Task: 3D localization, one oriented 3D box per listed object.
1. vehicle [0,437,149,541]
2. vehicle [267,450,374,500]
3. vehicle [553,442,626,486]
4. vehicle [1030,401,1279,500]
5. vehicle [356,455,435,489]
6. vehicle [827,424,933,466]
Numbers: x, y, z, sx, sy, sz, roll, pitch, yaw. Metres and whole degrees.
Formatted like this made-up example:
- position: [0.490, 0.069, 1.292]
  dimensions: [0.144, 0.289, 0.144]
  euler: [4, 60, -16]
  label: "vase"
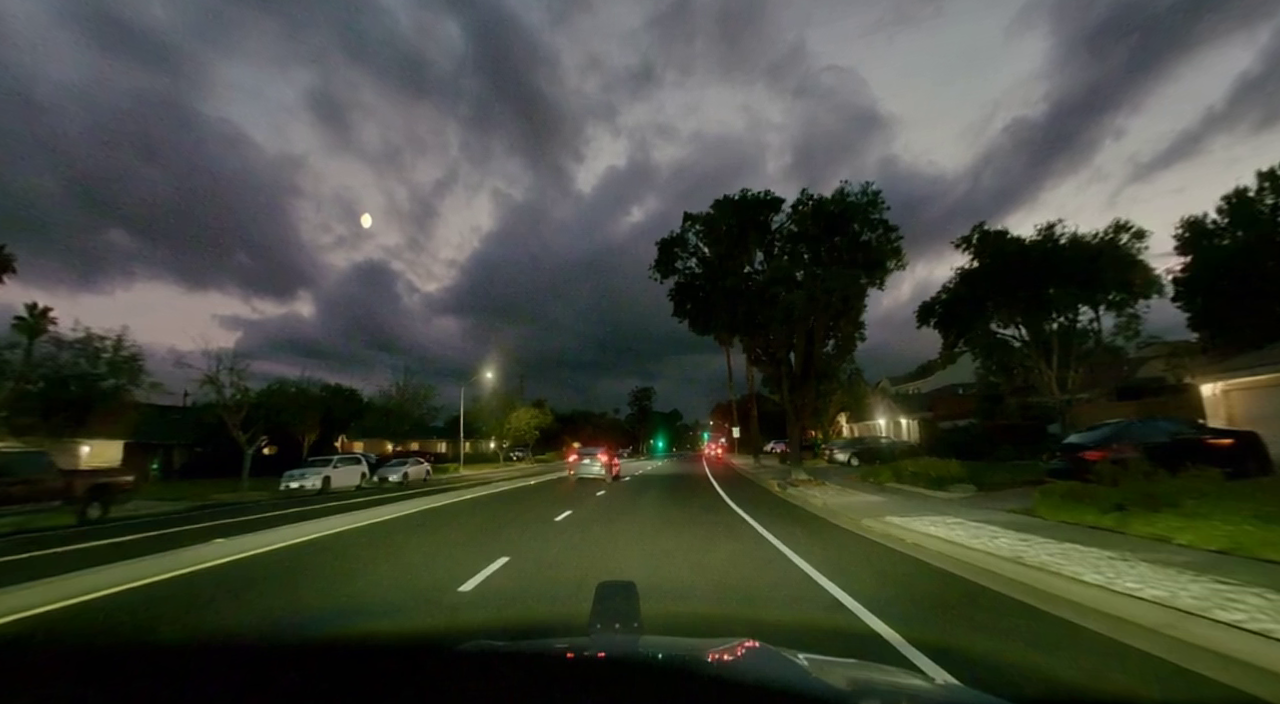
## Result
- position: [-13.825, 2.884, 13.196]
  dimensions: [2.202, 2.044, 5.863]
  euler: [-3, -10, 3]
  label: "vehicle"
- position: [-13.083, 5.023, 26.239]
  dimensions: [1.895, 1.802, 4.454]
  euler: [-3, -9, 4]
  label: "vehicle"
- position: [-1.759, 4.108, 23.486]
  dimensions: [2.035, 1.474, 4.284]
  euler: [-1, -9, 4]
  label: "vehicle"
- position: [11.166, 2.050, 13.369]
  dimensions: [4.424, 1.611, 1.898]
  euler: [-5, -8, 0]
  label: "vehicle"
- position: [-12.328, 6.072, 32.205]
  dimensions: [1.995, 1.482, 4.448]
  euler: [-4, -10, 5]
  label: "vehicle"
- position: [12.198, 4.790, 32.387]
  dimensions: [4.549, 1.672, 2.008]
  euler: [-6, -11, 4]
  label: "vehicle"
